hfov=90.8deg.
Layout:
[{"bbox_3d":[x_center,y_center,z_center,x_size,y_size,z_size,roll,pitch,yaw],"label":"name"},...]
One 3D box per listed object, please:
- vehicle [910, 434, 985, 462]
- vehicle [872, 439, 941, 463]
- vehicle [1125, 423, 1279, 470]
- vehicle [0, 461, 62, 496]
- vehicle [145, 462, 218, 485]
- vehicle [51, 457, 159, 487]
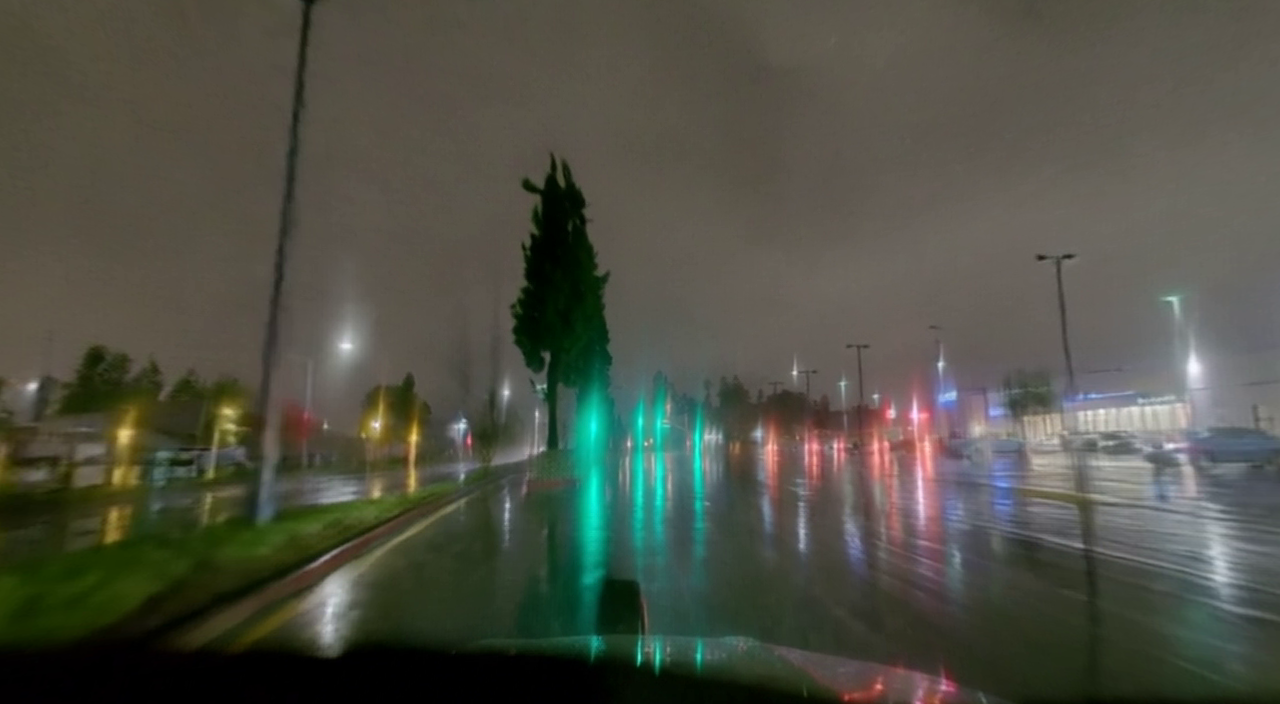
[{"bbox_3d":[19.622,6.159,40.545,1.995,1.673,4.725,0,-9,-6],"label":"vehicle"},{"bbox_3d":[17.107,6.379,40.851,1.974,1.446,4.614,1,-8,-8],"label":"vehicle"},{"bbox_3d":[21.049,3.500,23.457,2.048,1.559,4.758,1,-8,-4],"label":"vehicle"},{"bbox_3d":[-30.376,6.195,30.859,3.651,1.502,1.657,-6,-10,23],"label":"vehicle"},{"bbox_3d":[-29.707,7.850,40.985,3.380,1.342,1.686,-1,-9,1],"label":"vehicle"},{"bbox_3d":[-30.461,6.818,36.070,4.446,1.576,1.838,0,-8,0],"label":"vehicle"}]
